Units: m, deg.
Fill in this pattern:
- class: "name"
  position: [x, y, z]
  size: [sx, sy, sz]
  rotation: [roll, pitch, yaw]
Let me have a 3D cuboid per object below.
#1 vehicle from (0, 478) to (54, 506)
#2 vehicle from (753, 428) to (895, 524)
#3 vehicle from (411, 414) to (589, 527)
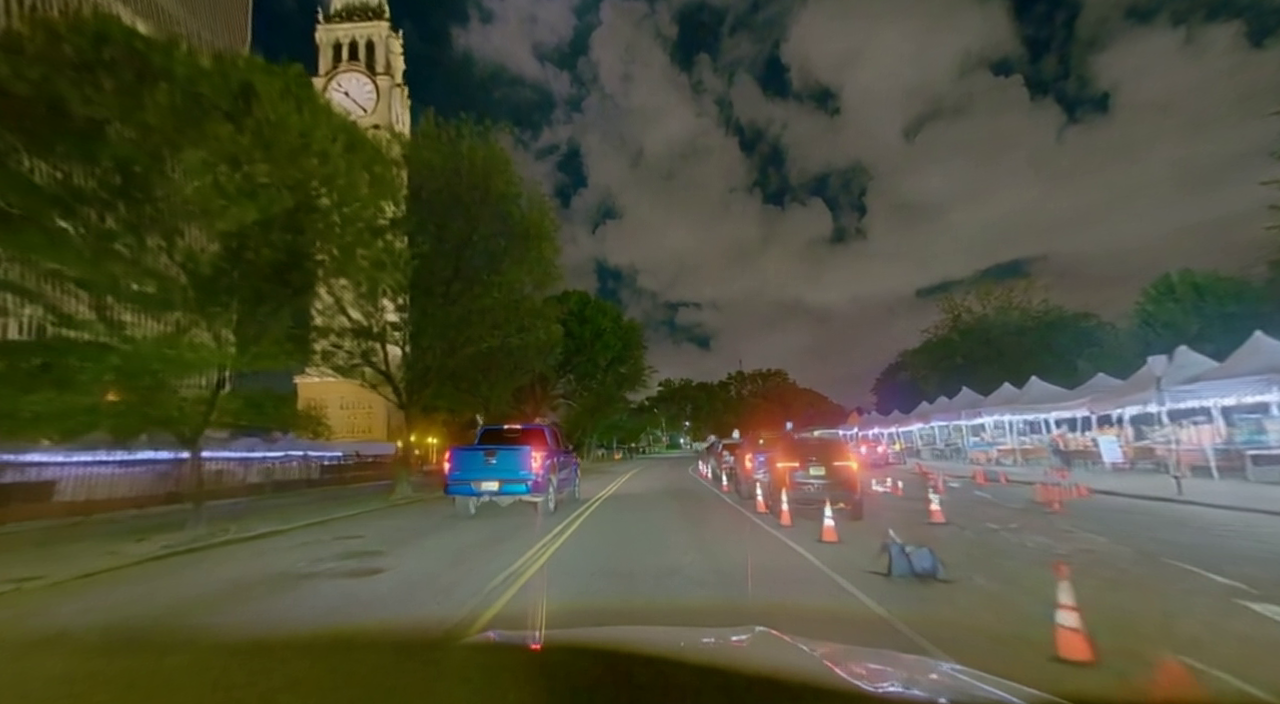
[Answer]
- class: "vehicle"
  position: [-46.109, 10.242, 46.151]
  size: [1.970, 1.764, 4.948]
  rotation: [0, -9, -7]
- class: "vehicle"
  position: [3.508, 2.438, 12.903]
  size: [2.023, 1.607, 4.225]
  rotation: [-2, -9, 6]
- class: "vehicle"
  position: [-2.716, 2.530, 14.051]
  size: [2.452, 1.954, 5.653]
  rotation: [-1, -9, 2]
